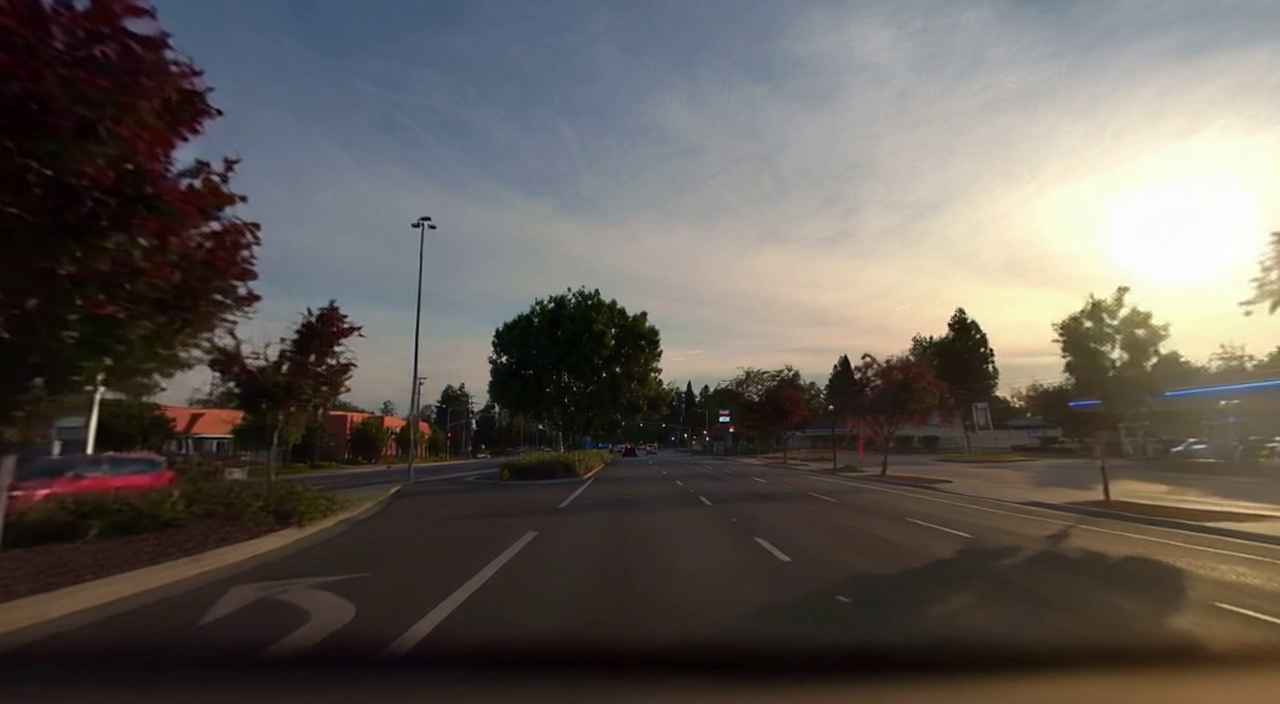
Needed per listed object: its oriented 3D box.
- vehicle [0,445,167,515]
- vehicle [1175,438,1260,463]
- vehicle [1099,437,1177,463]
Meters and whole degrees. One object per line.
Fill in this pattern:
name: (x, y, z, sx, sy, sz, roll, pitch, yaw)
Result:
vehicle: (-15.498, 3.351, 17.135, 1.916, 1.620, 4.408, 0, -8, 0)
vehicle: (36.700, 6.261, 40.281, 1.665, 1.442, 3.759, 0, -8, -4)
vehicle: (31.036, 6.157, 39.535, 1.591, 1.491, 4.005, -2, -9, 1)
